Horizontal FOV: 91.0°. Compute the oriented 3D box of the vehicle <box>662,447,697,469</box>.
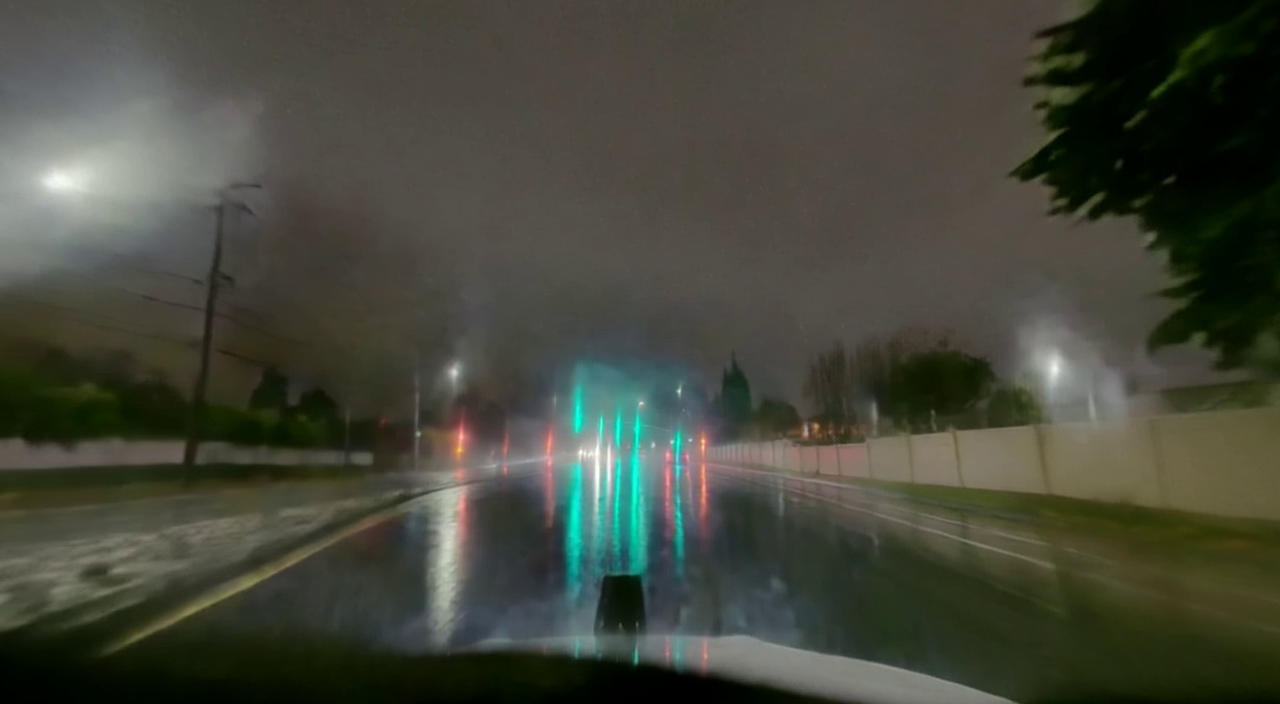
[{"bbox_3d":[2.673,7.336,43.733,2.105,1.490,4.008,0,-9,-1],"label":"vehicle"}]
